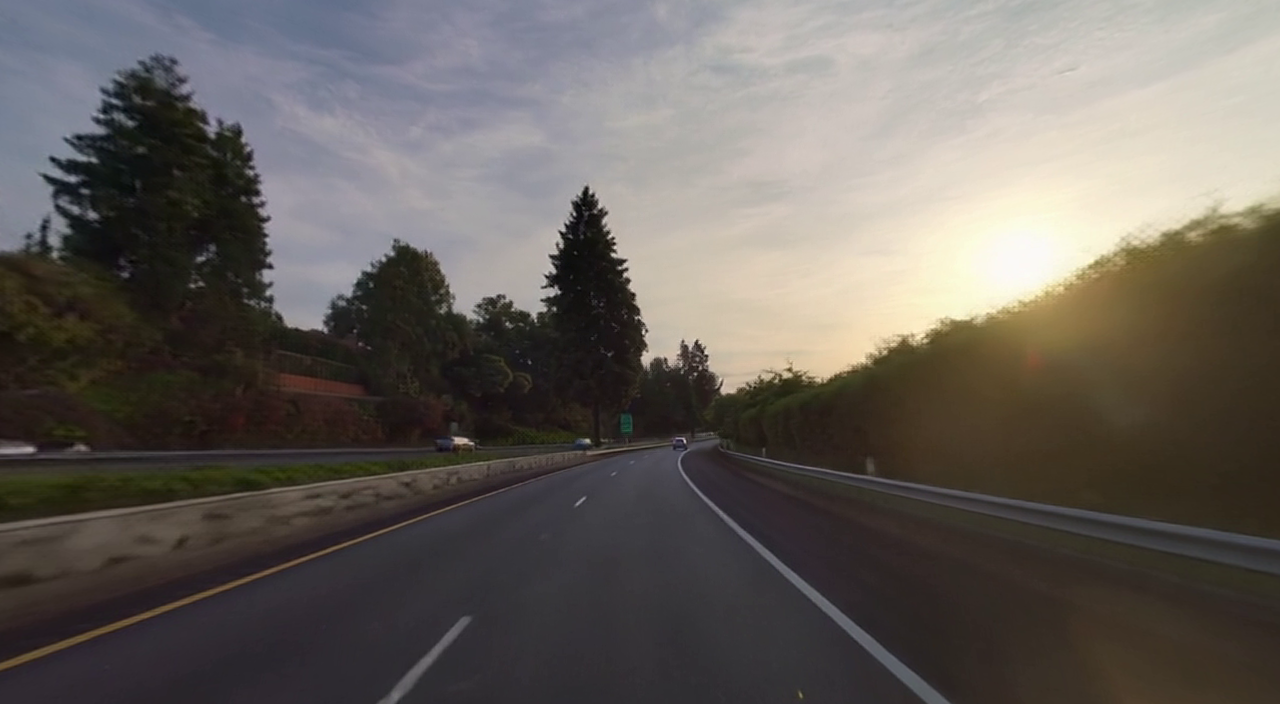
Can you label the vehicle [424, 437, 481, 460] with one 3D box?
[{"bbox_3d":[-13.572,6.987,45.865,2.141,1.612,3.998,-2,-8,15],"label":"vehicle"}]
